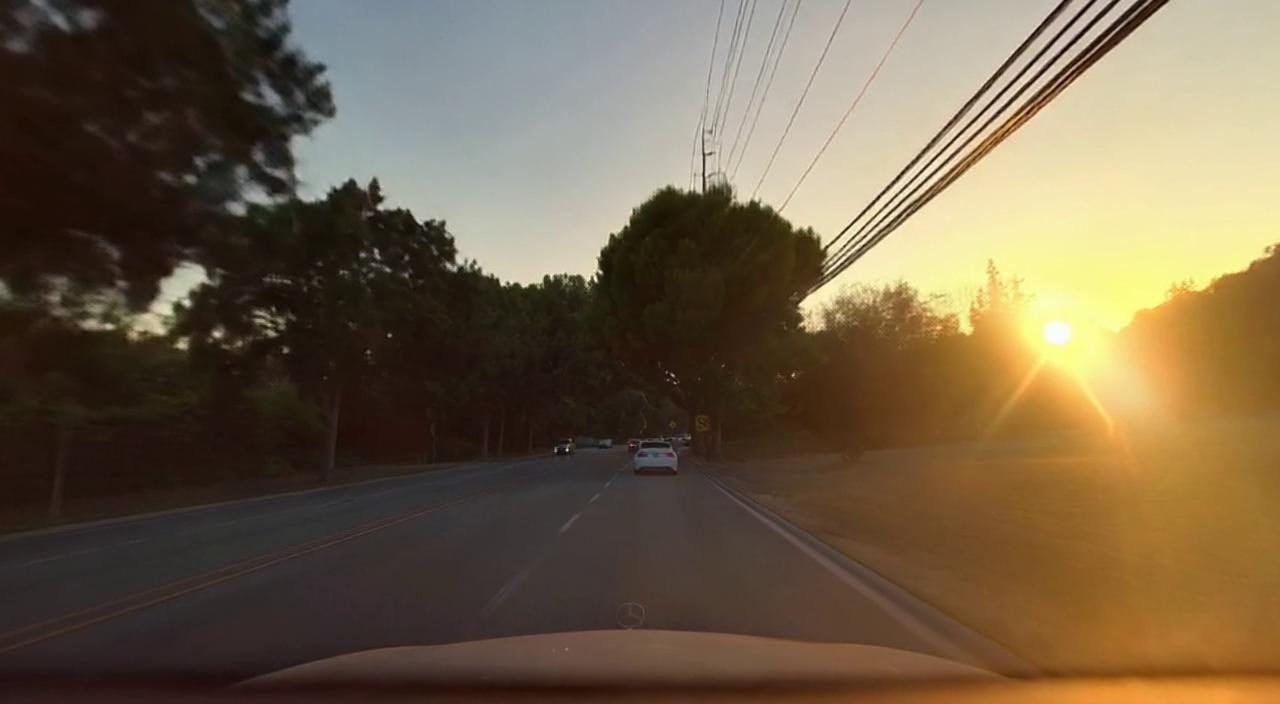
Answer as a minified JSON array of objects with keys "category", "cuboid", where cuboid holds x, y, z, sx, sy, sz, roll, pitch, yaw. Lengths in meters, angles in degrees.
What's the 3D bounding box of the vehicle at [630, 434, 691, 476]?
[{"category":"vehicle","cuboid":[0.738,3.938,24.291,2.153,1.461,4.374,0,-8,1]}]
